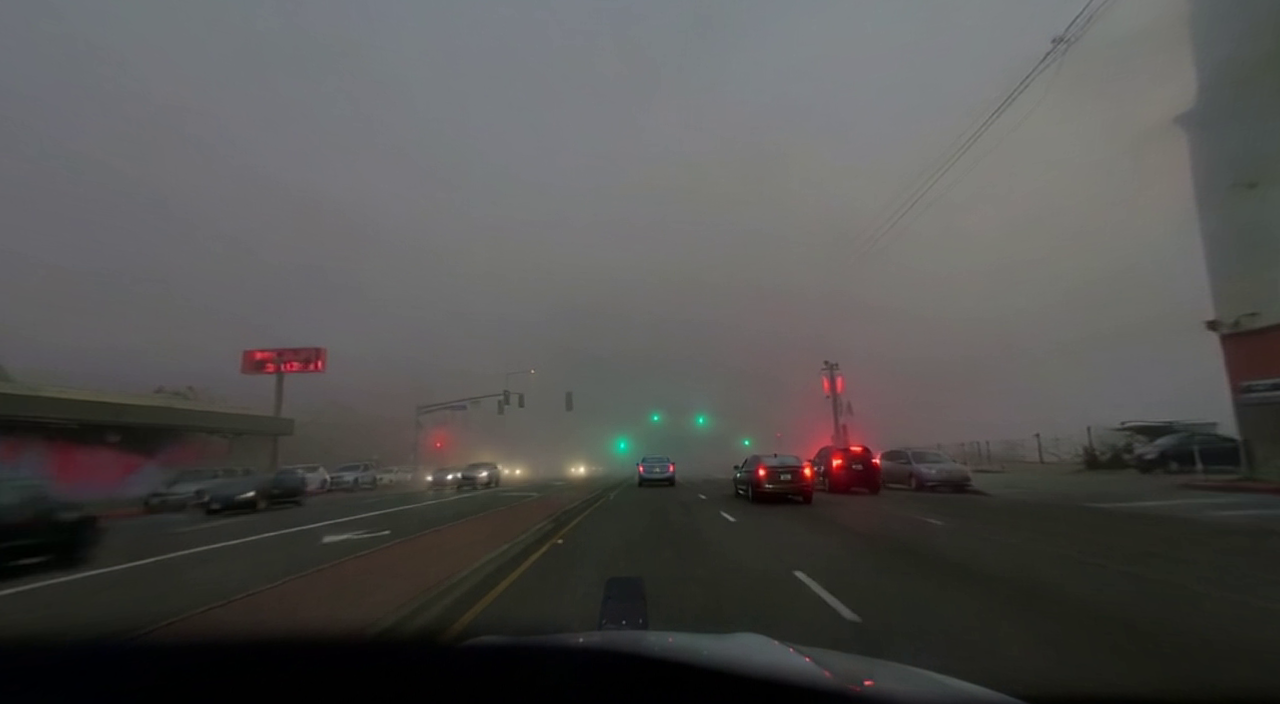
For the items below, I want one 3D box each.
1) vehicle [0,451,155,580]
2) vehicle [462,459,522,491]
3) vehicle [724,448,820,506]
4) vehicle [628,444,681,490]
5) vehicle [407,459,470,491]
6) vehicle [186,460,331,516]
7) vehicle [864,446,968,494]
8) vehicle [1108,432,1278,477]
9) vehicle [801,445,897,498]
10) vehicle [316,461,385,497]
[{"bbox_3d":[-8.789,2.017,7.671,1.906,1.519,4.797,0,-8,1],"label":"vehicle"},{"bbox_3d":[-7.924,6.637,34.271,2.078,1.465,4.632,-1,-8,1],"label":"vehicle"},{"bbox_3d":[3.905,3.752,19.459,1.963,1.484,4.609,0,-8,0],"label":"vehicle"},{"bbox_3d":[0.662,5.136,28.602,2.210,1.861,4.280,0,-8,1],"label":"vehicle"},{"bbox_3d":[-11.950,7.306,37.768,2.183,1.674,4.481,-1,-8,1],"label":"vehicle"},{"bbox_3d":[-12.162,4.316,20.525,1.846,1.461,4.488,0,-8,1],"label":"vehicle"},{"bbox_3d":[10.998,4.762,25.566,2.106,1.712,4.769,0,-10,1],"label":"vehicle"},{"bbox_3d":[22.025,4.097,25.314,4.718,1.628,2.008,-2,-8,5],"label":"vehicle"},{"bbox_3d":[7.558,4.316,23.354,2.040,1.738,4.414,0,-8,0],"label":"vehicle"},{"bbox_3d":[-18.034,7.878,39.533,1.878,1.760,4.876,-1,-6,2],"label":"vehicle"}]
